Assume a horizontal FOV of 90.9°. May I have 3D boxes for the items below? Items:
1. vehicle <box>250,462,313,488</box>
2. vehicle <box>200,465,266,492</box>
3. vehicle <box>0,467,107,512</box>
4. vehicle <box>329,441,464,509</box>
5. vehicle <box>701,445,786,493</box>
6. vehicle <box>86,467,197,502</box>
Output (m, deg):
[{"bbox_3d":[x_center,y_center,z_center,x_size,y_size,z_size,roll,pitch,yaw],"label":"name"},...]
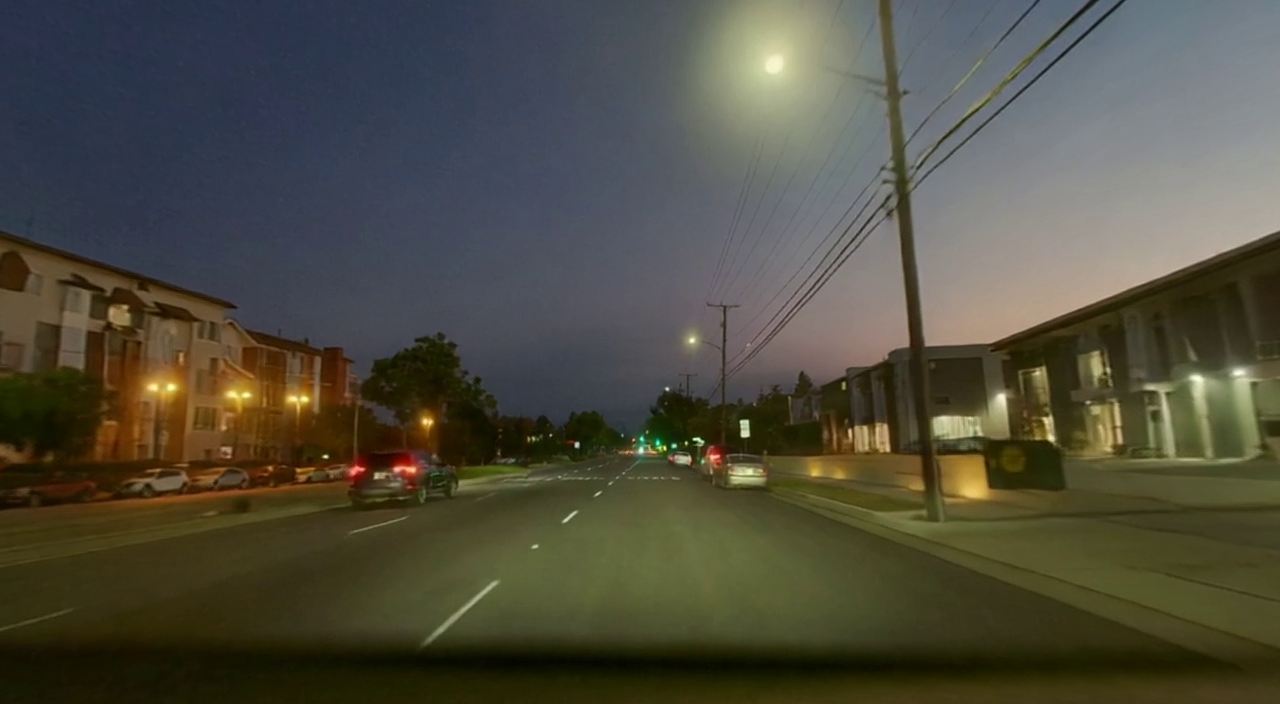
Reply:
[{"bbox_3d":[-25.559,8.753,45.117,1.926,1.557,4.385,0,-8,-1],"label":"vehicle"},{"bbox_3d":[-25.617,7.956,39.848,1.706,1.435,3.899,0,-8,-2],"label":"vehicle"},{"bbox_3d":[-25.683,5.708,26.500,1.912,1.538,5.264,0,-8,1],"label":"vehicle"},{"bbox_3d":[-6.699,3.388,17.980,2.000,1.671,4.497,0,-8,1],"label":"vehicle"},{"bbox_3d":[3.559,4.105,22.623,2.259,1.500,4.474,0,-8,0],"label":"vehicle"},{"bbox_3d":[-25.633,6.805,32.669,1.883,1.451,4.676,0,-8,1],"label":"vehicle"}]
